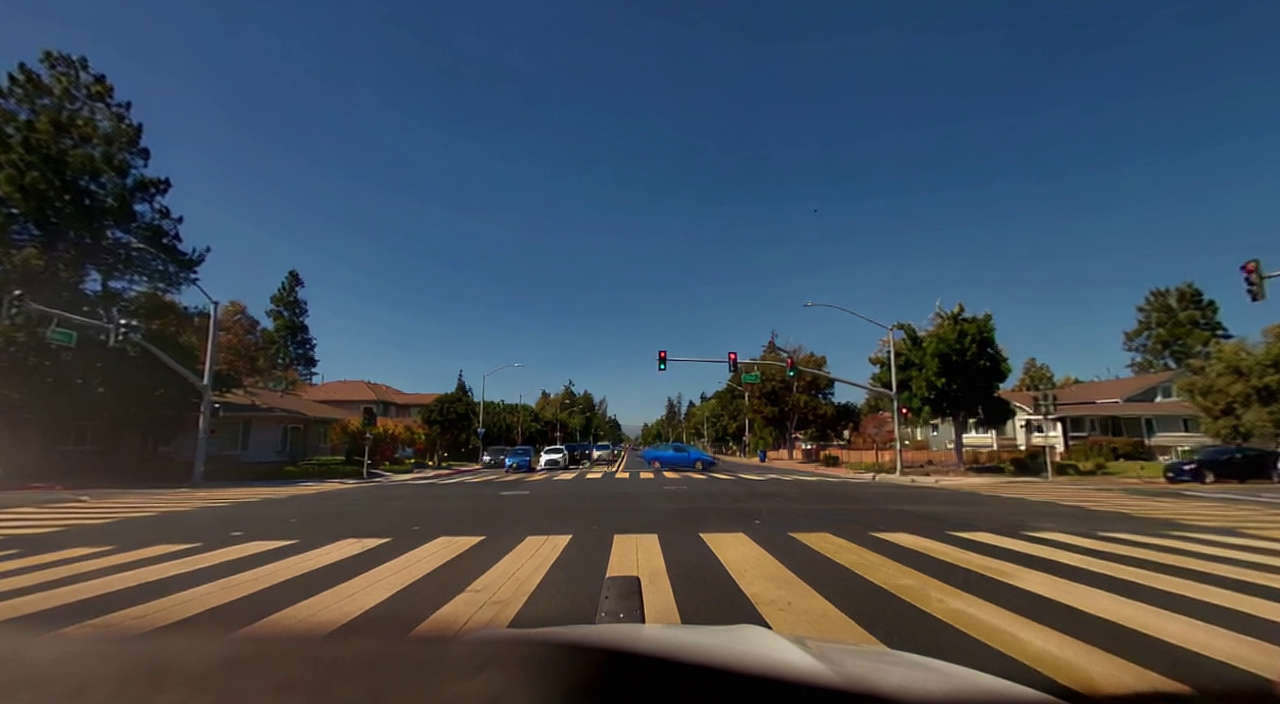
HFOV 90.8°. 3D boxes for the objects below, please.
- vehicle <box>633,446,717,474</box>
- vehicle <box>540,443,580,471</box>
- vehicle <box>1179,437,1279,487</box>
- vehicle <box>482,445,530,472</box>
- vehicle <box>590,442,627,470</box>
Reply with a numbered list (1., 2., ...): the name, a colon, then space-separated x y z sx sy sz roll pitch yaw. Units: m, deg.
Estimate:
1. vehicle: 1.936 5.901 34.715 4.118 1.491 2.046 -4 -9 23
2. vehicle: -5.270 6.966 42.136 2.091 1.707 4.157 0 -8 1
3. vehicle: 23.981 4.156 24.082 4.952 1.803 2.075 0 -9 -2
4. vehicle: -8.687 6.948 41.427 2.028 1.654 5.027 0 -8 0
5. vehicle: -2.137 7.271 44.482 2.355 1.868 5.125 0 -8 0
